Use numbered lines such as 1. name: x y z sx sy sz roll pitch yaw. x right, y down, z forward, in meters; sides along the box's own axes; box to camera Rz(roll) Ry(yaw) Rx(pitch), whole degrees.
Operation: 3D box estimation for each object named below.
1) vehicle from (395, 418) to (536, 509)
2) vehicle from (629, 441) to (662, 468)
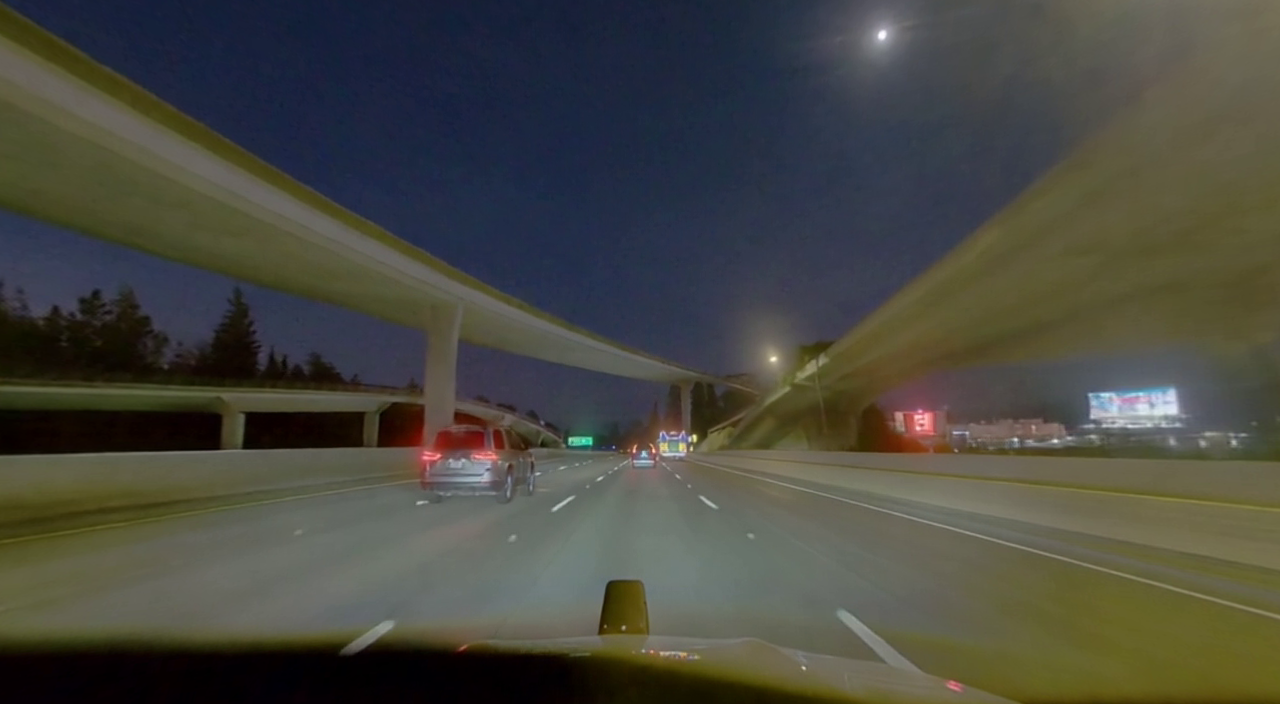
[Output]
1. vehicle: -4.150 2.761 16.012 2.147 1.918 4.834 -1 -9 1
2. vehicle: 0.369 6.840 42.192 2.052 1.711 4.223 -1 -9 0
